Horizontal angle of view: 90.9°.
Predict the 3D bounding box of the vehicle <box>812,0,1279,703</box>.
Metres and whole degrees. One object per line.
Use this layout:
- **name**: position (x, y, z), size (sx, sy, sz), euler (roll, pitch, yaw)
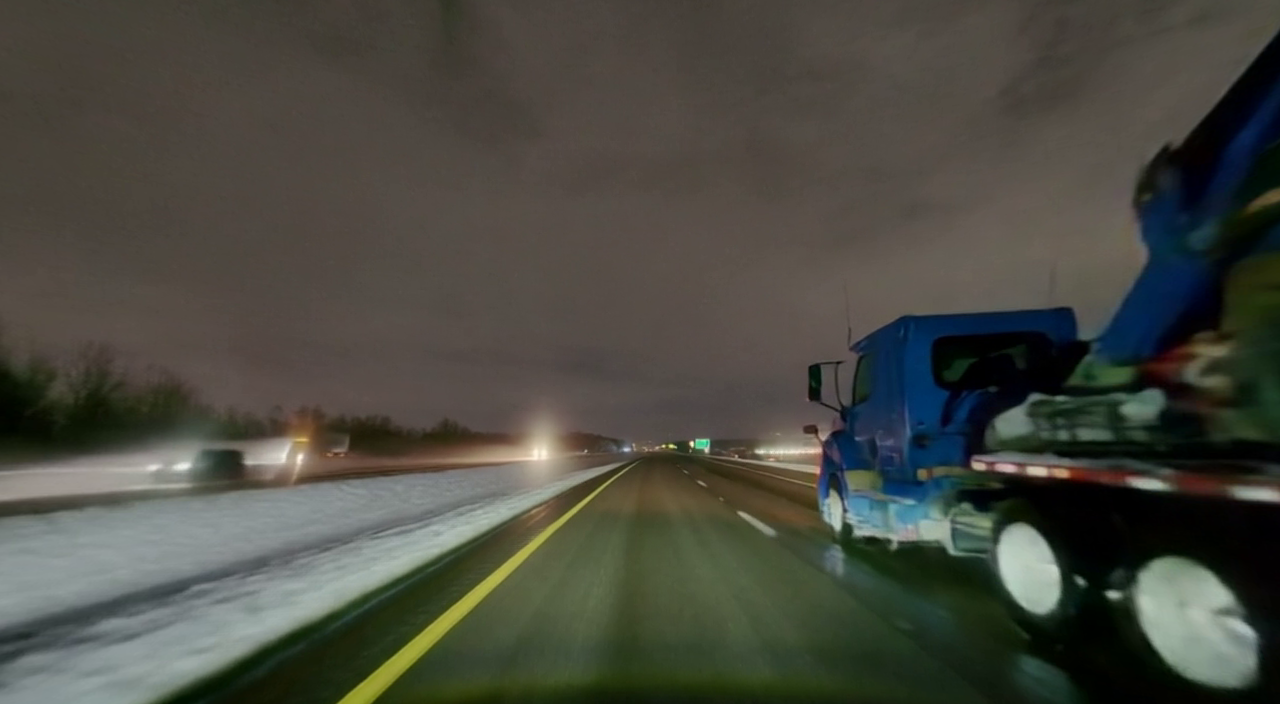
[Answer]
- **vehicle**: position (3.965, 0.419, 3.789), size (3.342, 2.931, 9.266), euler (-1, -8, 1)
